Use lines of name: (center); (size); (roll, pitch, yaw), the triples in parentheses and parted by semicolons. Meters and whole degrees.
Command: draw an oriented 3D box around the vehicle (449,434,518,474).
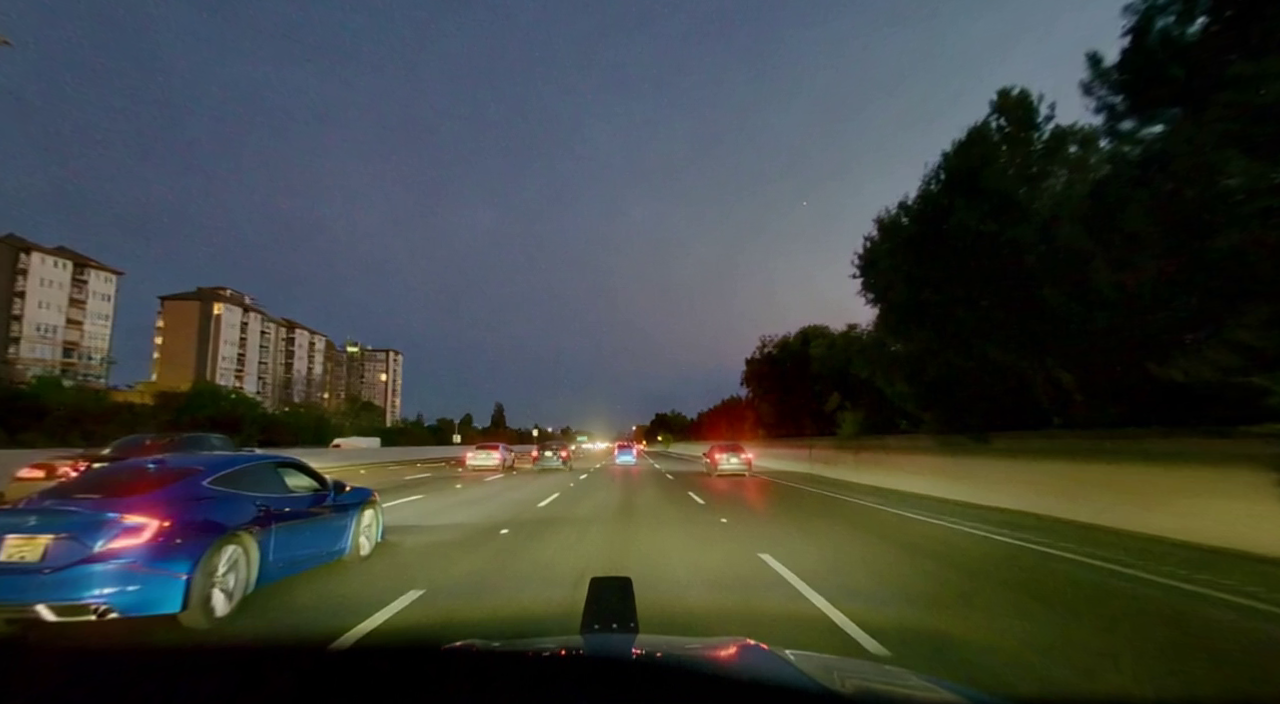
vehicle: (-7.646, 5.044, 31.433); (2.086, 1.776, 5.080); (0, -8, 0)

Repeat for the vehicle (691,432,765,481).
vehicle: (3.220, 3.951, 24.112); (2.061, 1.658, 4.417); (0, -8, -2)

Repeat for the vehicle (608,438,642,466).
vehicle: (-0.918, 6.295, 39.943); (2.053, 1.650, 3.945); (0, -8, -1)

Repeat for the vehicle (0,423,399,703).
vehicle: (-3.933, 1.377, 5.176); (2.124, 1.426, 4.444); (0, -8, 0)

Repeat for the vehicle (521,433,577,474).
vehicle: (-4.244, 4.839, 30.257); (2.044, 1.774, 4.329); (0, -8, 0)
